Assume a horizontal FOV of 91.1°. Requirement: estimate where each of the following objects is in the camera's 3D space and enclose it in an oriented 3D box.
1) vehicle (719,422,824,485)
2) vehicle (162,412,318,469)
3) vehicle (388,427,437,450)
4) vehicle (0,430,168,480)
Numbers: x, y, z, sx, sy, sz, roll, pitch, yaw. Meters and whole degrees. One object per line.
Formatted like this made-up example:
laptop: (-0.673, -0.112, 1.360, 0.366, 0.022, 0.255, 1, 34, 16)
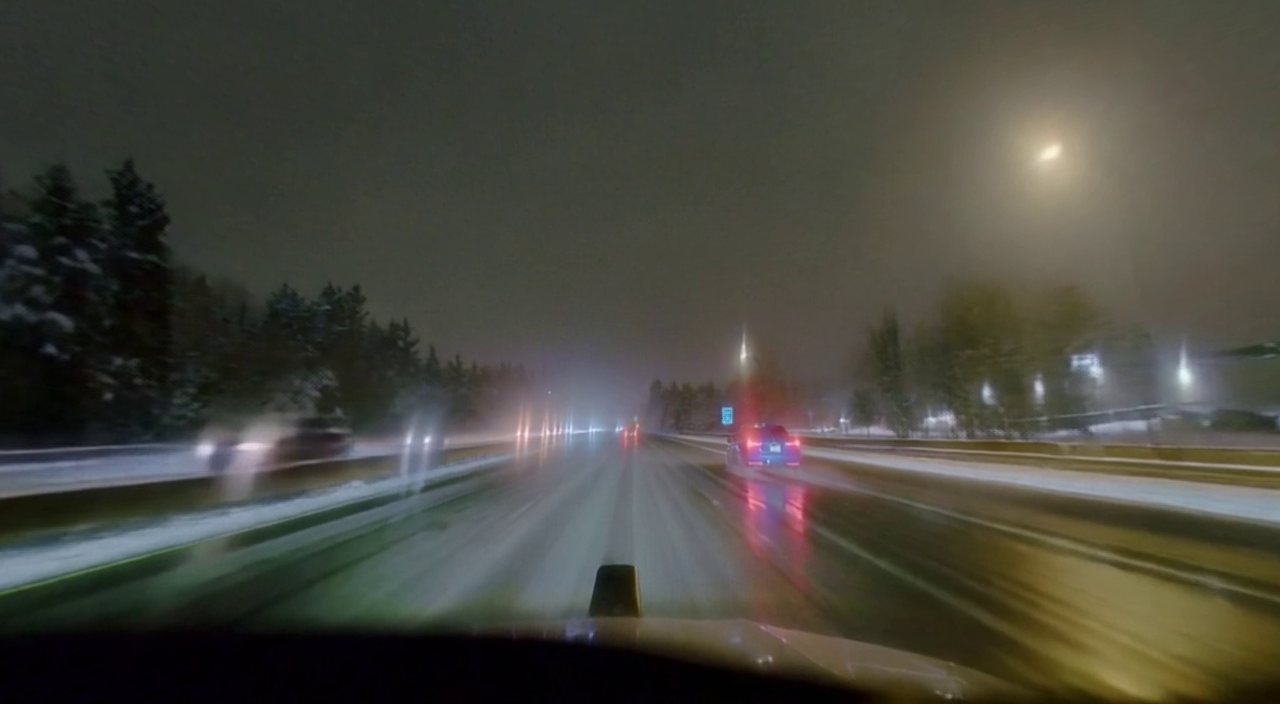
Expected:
vehicle: (3.567, 2.821, 17.820, 1.973, 1.563, 3.959, 0, -8, -2)
vehicle: (-12.838, 2.884, 20.629, 1.984, 1.626, 4.741, 0, -8, 0)
vehicle: (-17.039, 6.504, 47.312, 2.023, 1.579, 4.561, 0, -8, -1)
vehicle: (-19.358, 3.552, 22.131, 1.922, 1.550, 4.669, 0, -8, -1)
